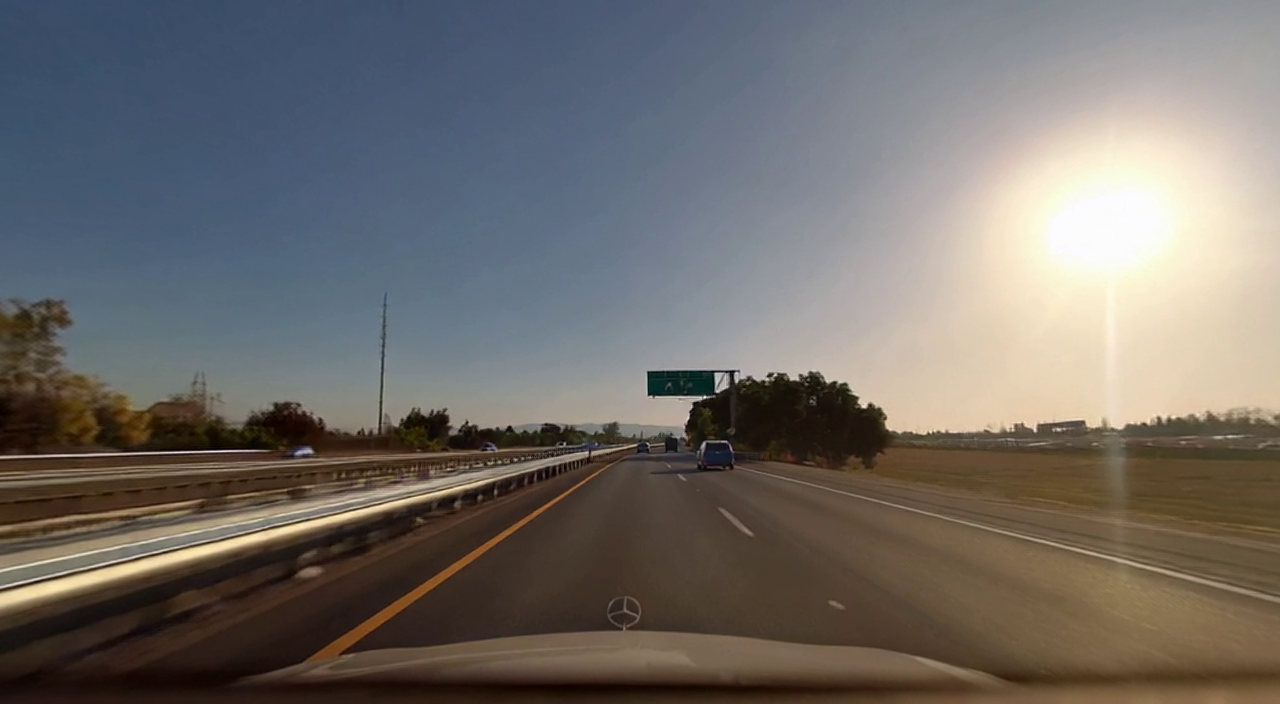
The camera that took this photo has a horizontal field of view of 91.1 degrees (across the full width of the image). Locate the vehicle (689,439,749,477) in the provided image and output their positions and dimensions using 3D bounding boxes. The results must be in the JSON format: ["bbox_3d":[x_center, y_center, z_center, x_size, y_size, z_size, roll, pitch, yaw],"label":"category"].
[{"bbox_3d":[3.429,4.721,28.144,2.044,1.527,4.658,0,-8,-1],"label":"vehicle"}]
